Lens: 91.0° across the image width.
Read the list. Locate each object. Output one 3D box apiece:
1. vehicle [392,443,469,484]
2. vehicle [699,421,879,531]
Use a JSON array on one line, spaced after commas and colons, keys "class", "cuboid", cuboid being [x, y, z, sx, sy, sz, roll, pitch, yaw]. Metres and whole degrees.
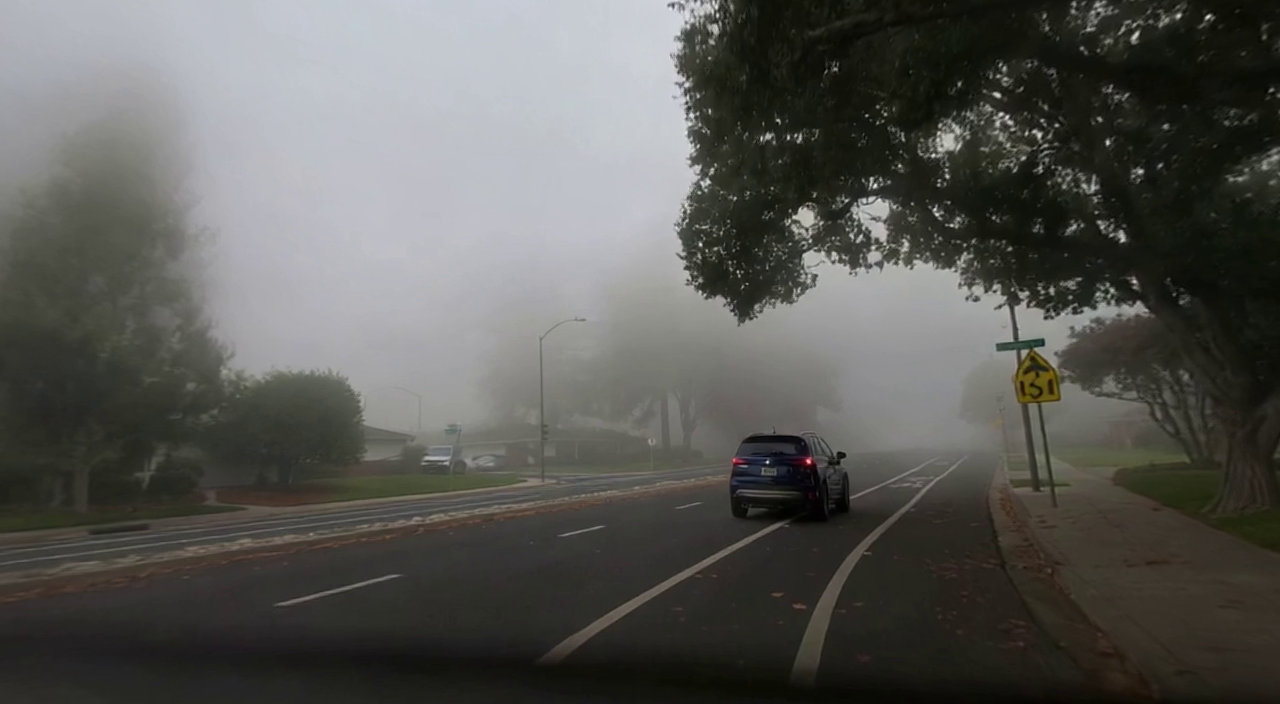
[{"class": "vehicle", "cuboid": [-14.882, 7.966, 45.138, 2.329, 2.631, 5.560, -6, -11, 19]}, {"class": "vehicle", "cuboid": [3.150, 2.342, 12.572, 2.018, 1.733, 4.546, -6, -10, 32]}]
